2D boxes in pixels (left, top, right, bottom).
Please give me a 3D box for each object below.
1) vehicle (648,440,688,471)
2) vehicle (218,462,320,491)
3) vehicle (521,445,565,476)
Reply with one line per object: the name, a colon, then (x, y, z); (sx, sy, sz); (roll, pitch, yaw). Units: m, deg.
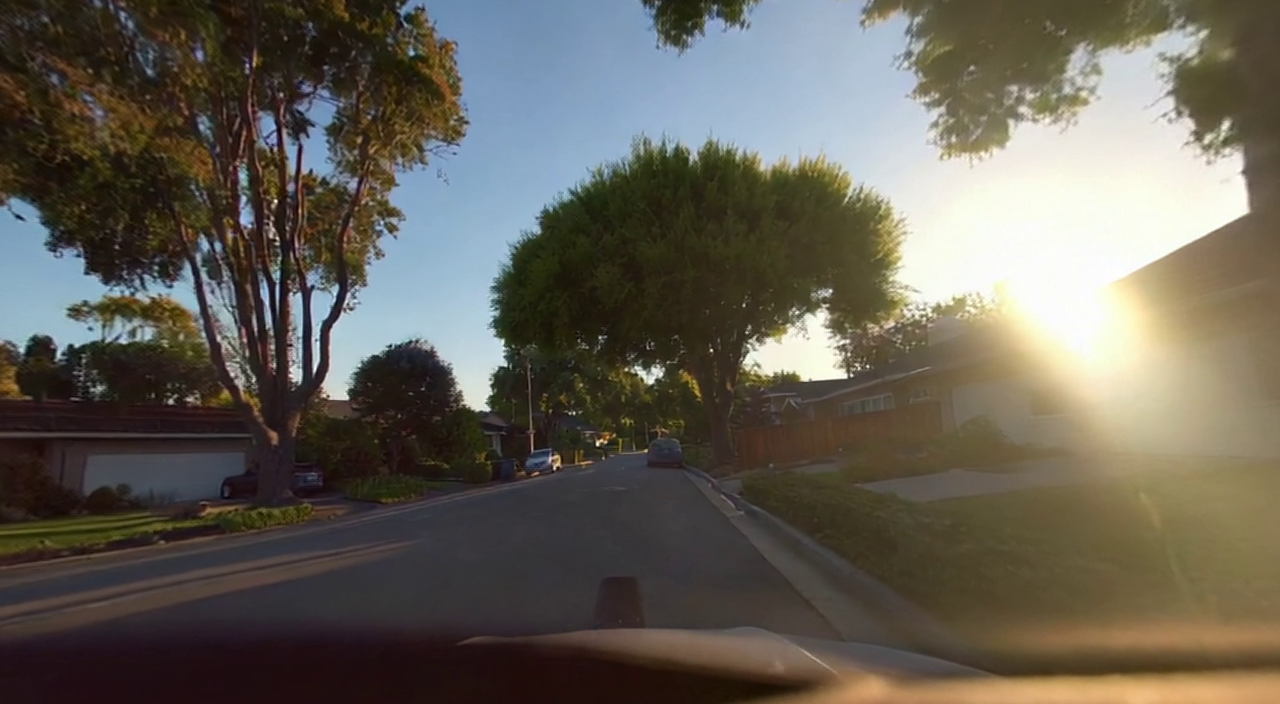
vehicle: (1.477, 5.705, 34.832); (2.005, 1.553, 3.984); (-1, -9, -1)
vehicle: (-20.109, 6.766, 34.394); (4.404, 1.495, 1.844); (-1, -8, 3)
vehicle: (-6.830, 7.665, 44.876); (2.208, 1.834, 4.675); (-5, -9, 0)
